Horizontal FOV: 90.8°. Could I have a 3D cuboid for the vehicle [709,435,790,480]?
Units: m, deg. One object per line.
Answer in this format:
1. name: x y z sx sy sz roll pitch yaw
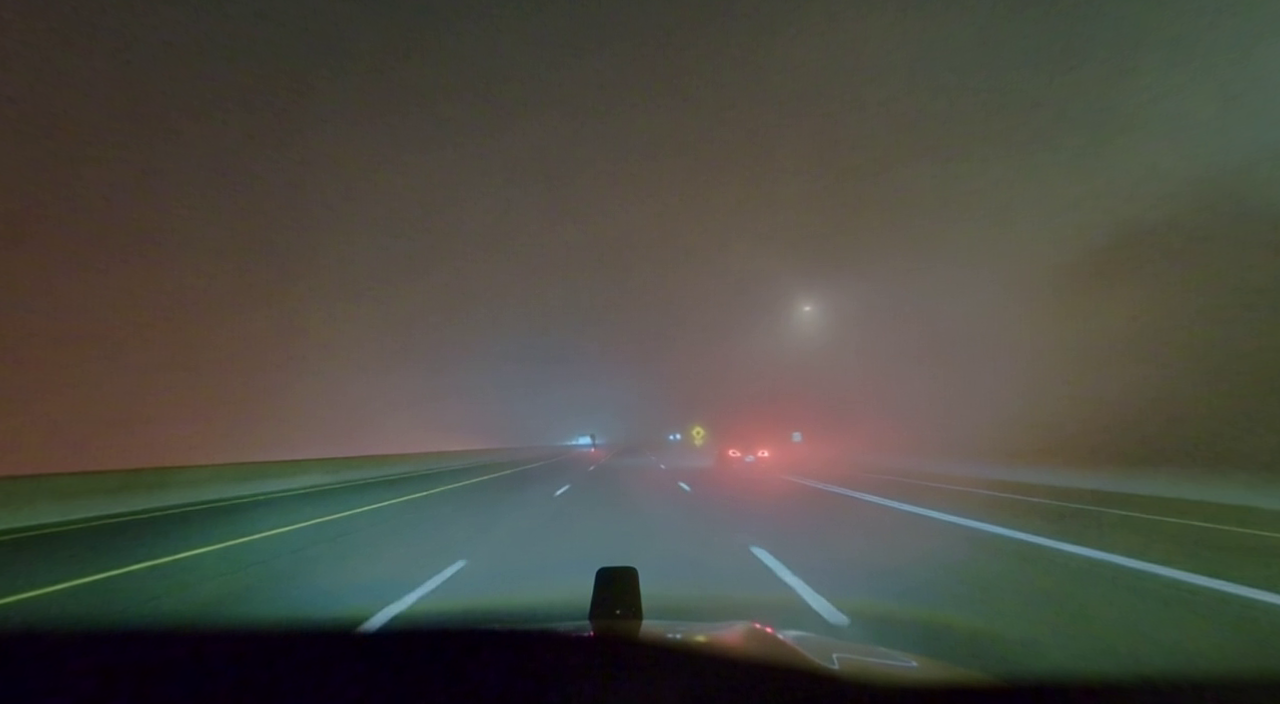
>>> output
1. vehicle: 3.945 3.884 23.465 2.060 1.485 4.274 0 -9 -2
